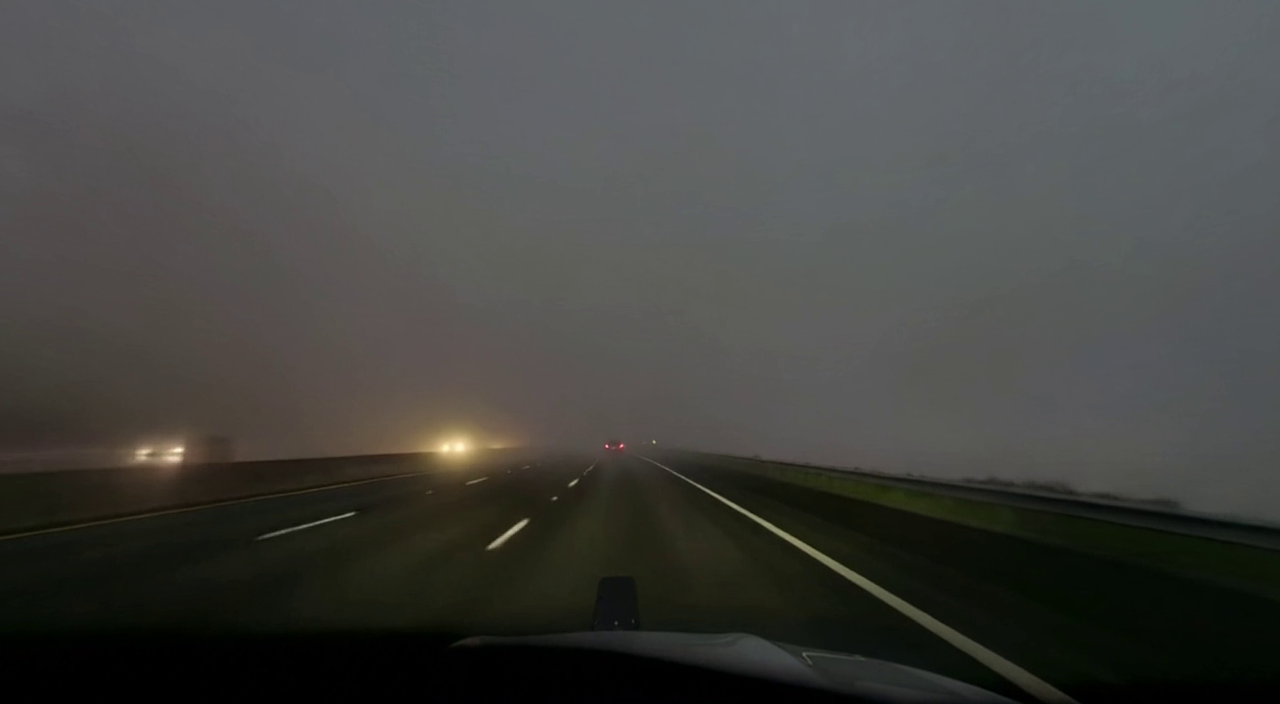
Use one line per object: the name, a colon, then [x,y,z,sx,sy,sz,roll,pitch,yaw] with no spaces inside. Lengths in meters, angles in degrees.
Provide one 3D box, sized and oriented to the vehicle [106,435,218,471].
vehicle: [-23.614,4.988,31.376,1.938,1.603,4.827,0,-8,-2]
